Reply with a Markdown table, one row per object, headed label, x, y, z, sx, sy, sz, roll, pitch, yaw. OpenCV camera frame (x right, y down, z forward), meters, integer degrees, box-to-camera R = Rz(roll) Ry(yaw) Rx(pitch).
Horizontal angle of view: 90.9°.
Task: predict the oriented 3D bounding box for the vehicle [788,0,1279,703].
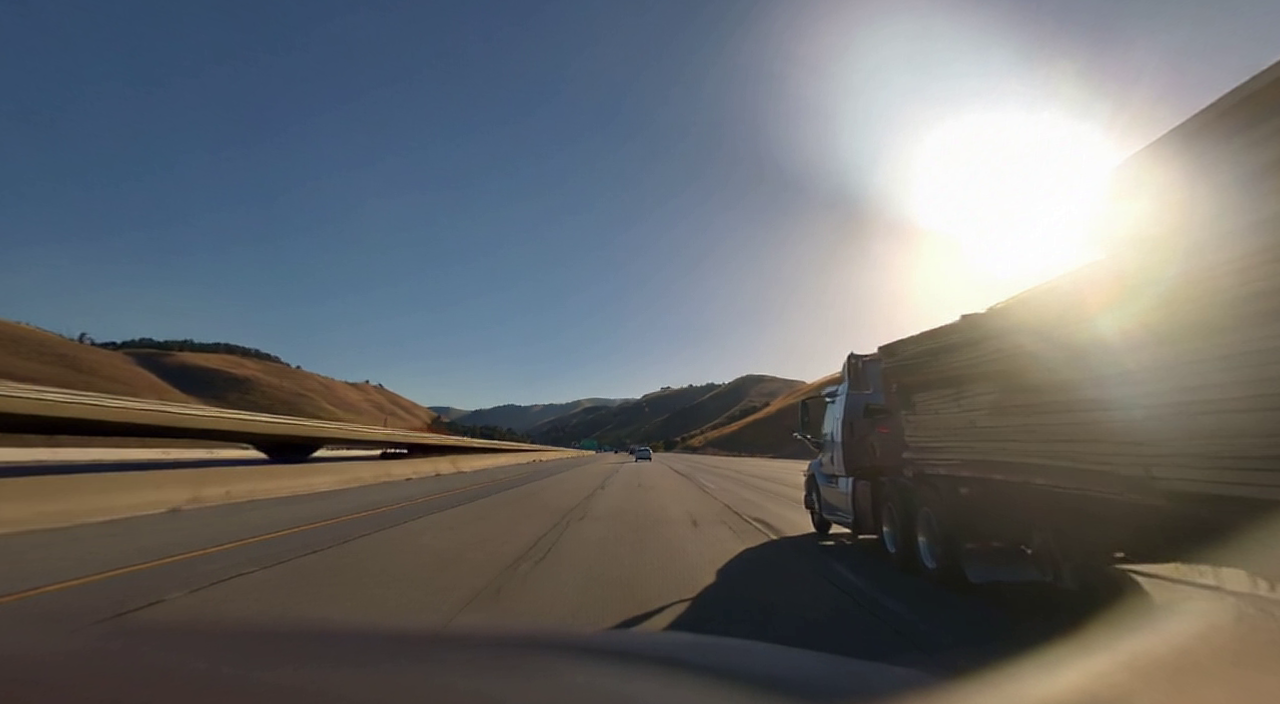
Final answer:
| label | x | y | z | sx | sy | sz | roll | pitch | yaw |
| --- | --- | --- | --- | --- | --- | --- | --- | --- | --- |
| vehicle | 3.987 | 0.629 | 4.516 | 3.326 | 3.089 | 10.642 | 0 | -9 | 0 |
